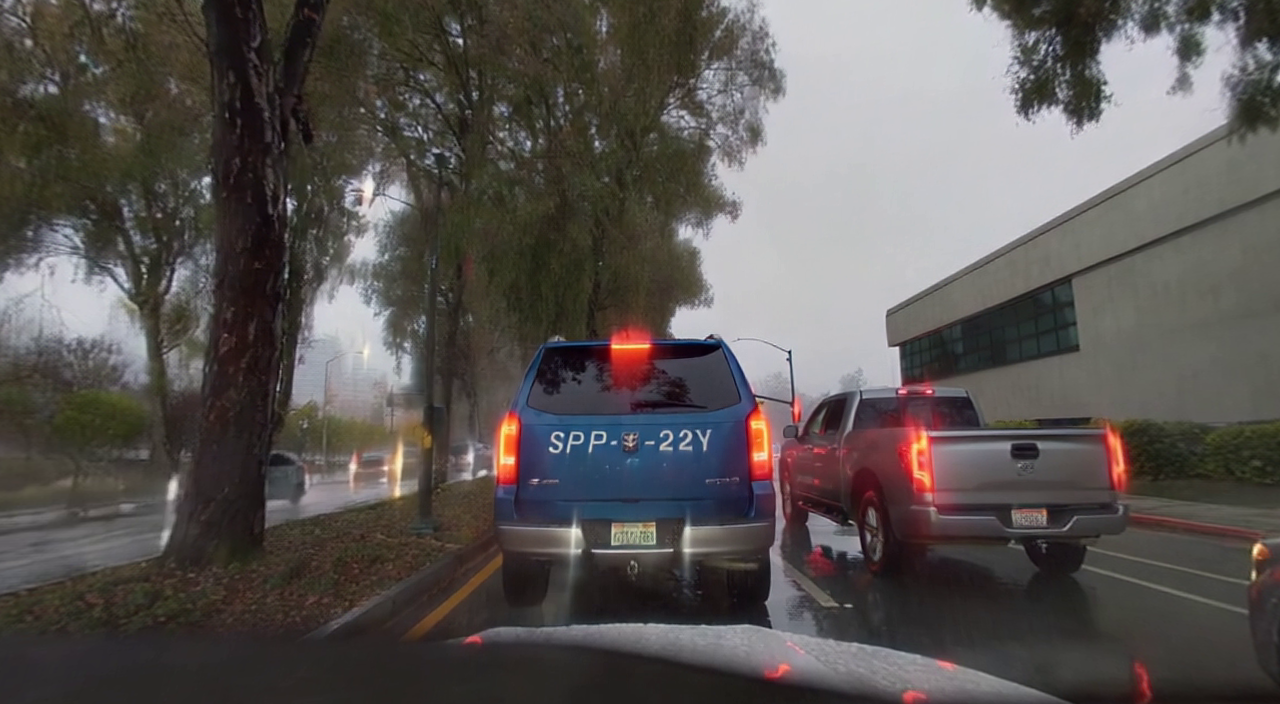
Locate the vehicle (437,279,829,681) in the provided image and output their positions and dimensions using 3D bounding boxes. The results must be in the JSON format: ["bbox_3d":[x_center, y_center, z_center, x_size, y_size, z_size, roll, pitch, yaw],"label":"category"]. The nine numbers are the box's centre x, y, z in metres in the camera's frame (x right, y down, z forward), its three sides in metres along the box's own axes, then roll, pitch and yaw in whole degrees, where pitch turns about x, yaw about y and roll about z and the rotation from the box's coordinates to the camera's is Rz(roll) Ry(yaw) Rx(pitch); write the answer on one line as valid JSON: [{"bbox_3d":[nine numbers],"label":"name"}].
[{"bbox_3d":[0.010,1.036,5.978,2.267,2.372,4.366,0,-8,2],"label":"vehicle"}]

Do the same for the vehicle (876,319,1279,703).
[{"bbox_3d":[3.082,0.984,3.467,2.022,1.700,4.410,0,-8,3],"label":"vehicle"}]

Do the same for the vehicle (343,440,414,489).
[{"bbox_3d":[-15.653,6.731,38.123,1.924,2.730,5.024,0,-8,2],"label":"vehicle"}]

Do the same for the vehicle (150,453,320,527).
[{"bbox_3d":[-12.150,4.116,19.449,1.965,1.897,4.821,0,-8,1],"label":"vehicle"}]
